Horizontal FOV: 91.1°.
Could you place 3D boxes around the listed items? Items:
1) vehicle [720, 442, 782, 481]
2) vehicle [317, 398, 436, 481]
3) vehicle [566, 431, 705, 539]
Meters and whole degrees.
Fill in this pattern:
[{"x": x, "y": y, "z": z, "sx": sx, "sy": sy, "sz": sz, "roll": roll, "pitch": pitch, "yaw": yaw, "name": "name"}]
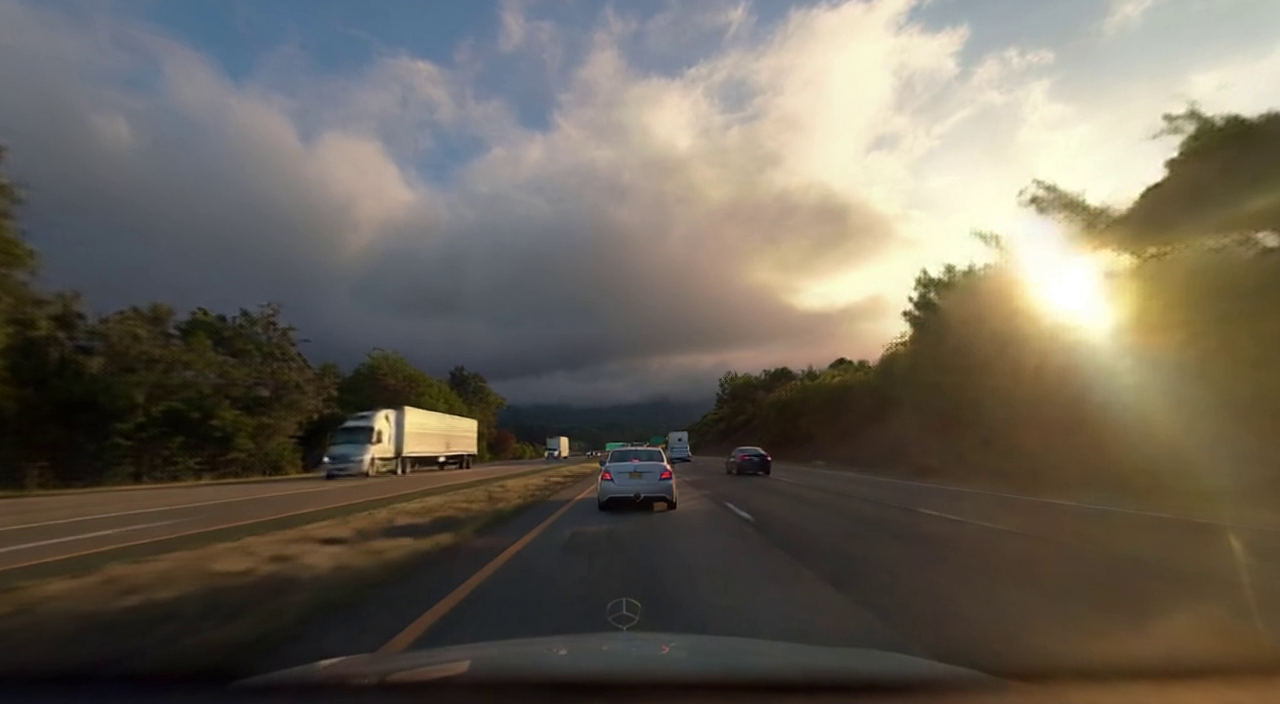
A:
[{"x": 4.695, "y": 4.694, "z": 27.167, "sx": 1.931, "sy": 1.516, "sz": 3.995, "roll": 0, "pitch": -9, "yaw": -1, "name": "vehicle"}, {"x": -13.542, "y": 4.640, "z": 33.159, "sx": 3.152, "sy": 3.893, "sz": 6.812, "roll": -1, "pitch": -9, "yaw": 1, "name": "vehicle"}, {"x": -0.105, "y": 2.282, "z": 11.336, "sx": 2.088, "sy": 1.580, "sz": 3.657, "roll": 0, "pitch": -9, "yaw": -1, "name": "vehicle"}]
